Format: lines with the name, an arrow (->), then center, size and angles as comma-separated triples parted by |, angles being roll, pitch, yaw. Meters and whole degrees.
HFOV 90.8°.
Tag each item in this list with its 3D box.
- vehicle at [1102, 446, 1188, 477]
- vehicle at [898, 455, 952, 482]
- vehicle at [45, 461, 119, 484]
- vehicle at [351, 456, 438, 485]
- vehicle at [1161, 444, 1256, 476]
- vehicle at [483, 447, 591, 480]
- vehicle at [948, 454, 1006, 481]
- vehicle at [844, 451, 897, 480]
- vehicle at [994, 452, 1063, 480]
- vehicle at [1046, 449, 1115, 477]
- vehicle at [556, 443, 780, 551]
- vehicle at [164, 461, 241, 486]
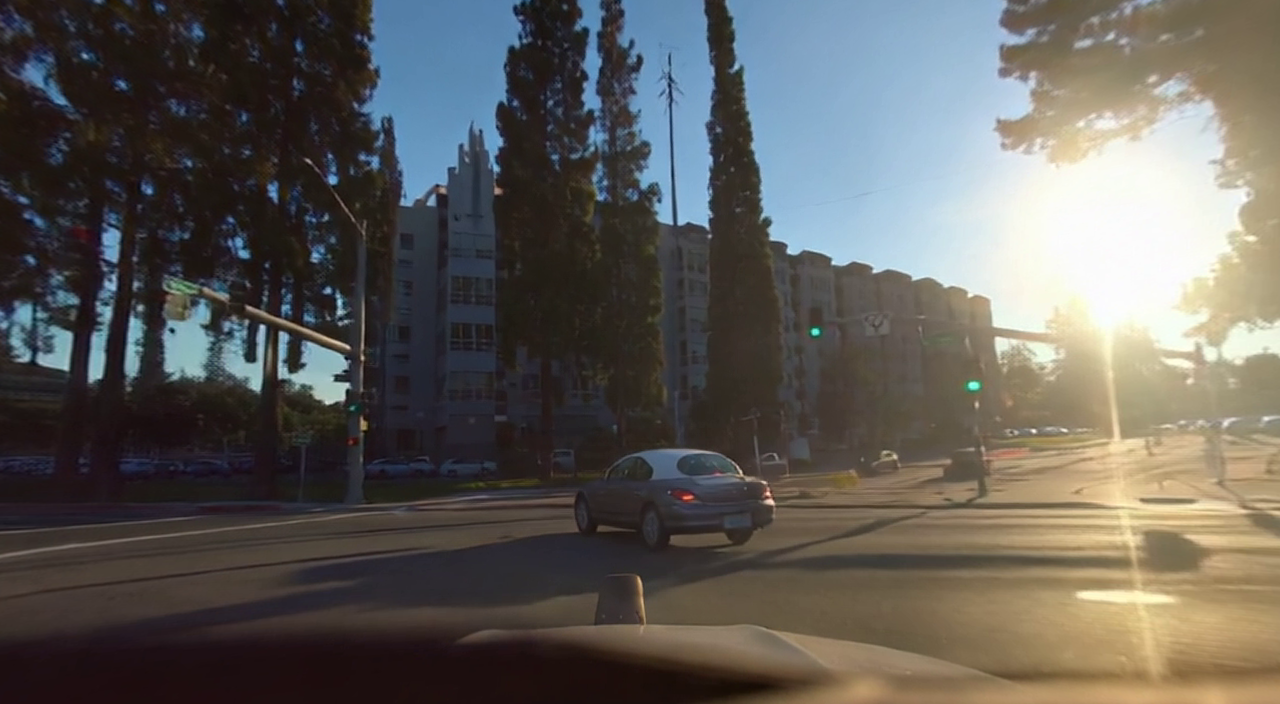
vehicle -> 25.944, 5.606, 32.615 | 1.970, 1.449, 3.604 | -2, -9, 12
vehicle -> 15.636, 6.387, 34.891 | 1.889, 1.358, 3.751 | -2, -9, 12
vehicle -> -37.577, 8.085, 42.600 | 1.627, 1.392, 3.330 | -1, -9, 10
vehicle -> -13.930, 6.715, 35.897 | 4.207, 1.508, 1.875 | -2, -9, 13
vehicle -> 28.882, 5.489, 32.257 | 1.997, 1.495, 3.504 | -2, -9, 12
vehicle -> -6.183, 6.678, 38.154 | 6.021, 1.868, 2.172 | -2, -9, 11
vehicle -> 18.049, 6.157, 34.000 | 1.692, 1.343, 3.352 | -1, -9, 9
vehicle -> 12.715, 6.256, 35.059 | 1.983, 1.453, 4.180 | -1, -9, 10
vehicle -> 20.663, 6.066, 33.745 | 2.006, 1.371, 3.426 | -2, -9, 12
vehicle -> 23.213, 5.835, 33.436 | 1.704, 1.365, 3.315 | -2, -9, 11
vehicle -> 0.268, 2.425, 11.360 | 1.903, 1.529, 4.254 | 6, -10, -32
vehicle -> -27.895, 7.754, 40.436 | 1.709, 1.410, 3.945 | -1, -9, 10
